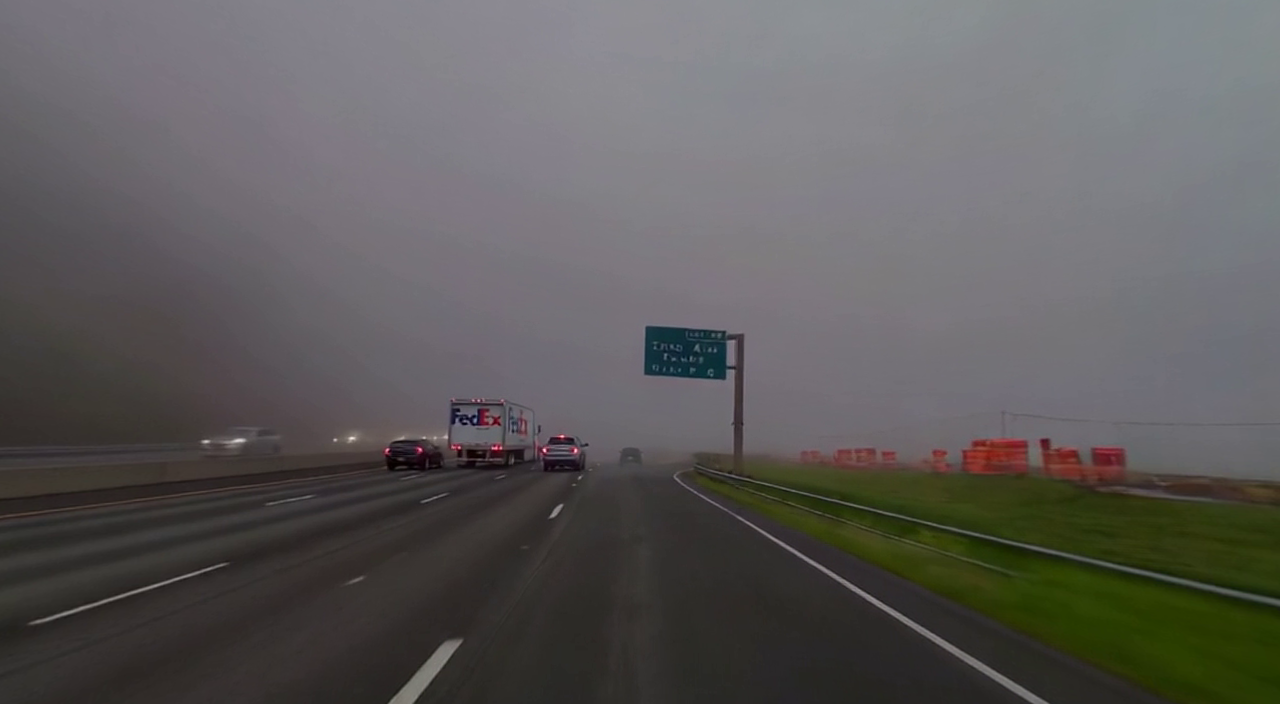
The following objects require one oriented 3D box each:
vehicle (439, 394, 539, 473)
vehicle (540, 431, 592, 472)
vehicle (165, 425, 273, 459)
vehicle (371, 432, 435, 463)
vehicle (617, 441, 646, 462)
[{"bbox_3d":[-6.985,4.040,30.681,2.870,3.266,8.589,0,-9,-1],"label":"vehicle"},{"bbox_3d":[-3.619,4.979,31.679,2.170,1.886,4.628,0,-9,-1],"label":"vehicle"},{"bbox_3d":[-23.256,5.031,35.272,2.162,1.730,5.777,0,-9,-1],"label":"vehicle"},{"bbox_3d":[-13.646,5.555,36.680,2.018,1.668,4.409,0,-9,-1],"label":"vehicle"},{"bbox_3d":[-0.680,7.520,47.630,2.043,1.489,3.839,0,-9,-2],"label":"vehicle"}]
